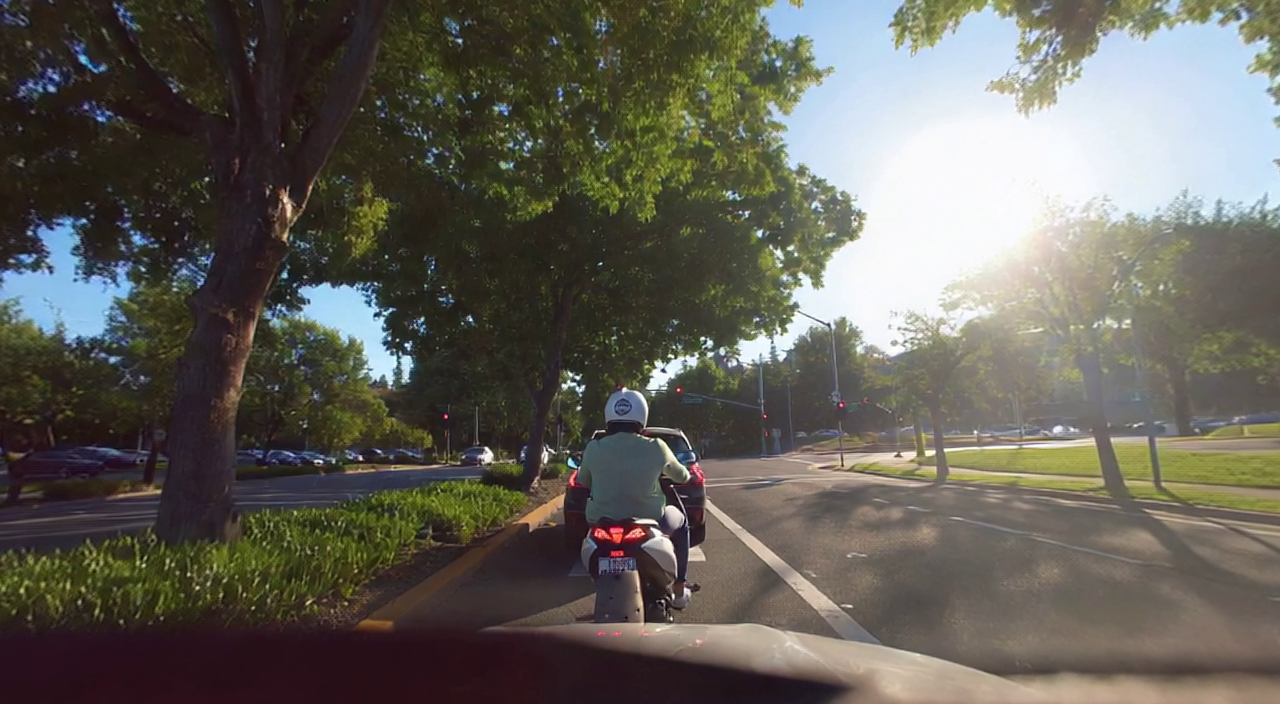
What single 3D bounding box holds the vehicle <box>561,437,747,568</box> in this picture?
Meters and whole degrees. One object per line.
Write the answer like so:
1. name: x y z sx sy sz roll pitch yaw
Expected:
1. vehicle: 0.120 2.023 9.404 2.093 1.450 4.437 0 -8 -1
